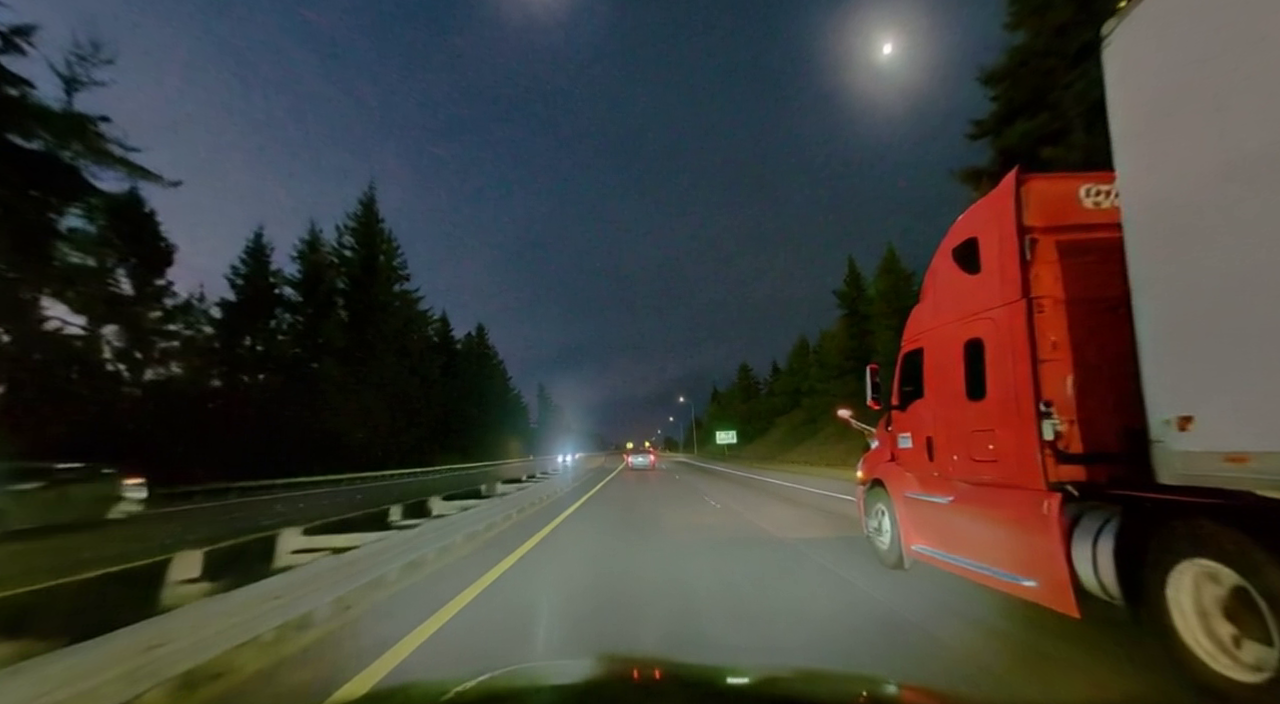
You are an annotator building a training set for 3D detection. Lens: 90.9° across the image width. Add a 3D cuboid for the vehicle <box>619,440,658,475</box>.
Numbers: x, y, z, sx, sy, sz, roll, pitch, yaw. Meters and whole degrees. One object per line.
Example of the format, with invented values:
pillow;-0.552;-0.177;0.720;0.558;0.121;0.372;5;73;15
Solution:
vehicle;-0.080;6.078;36.482;2.105;1.865;4.102;0;-9;0
